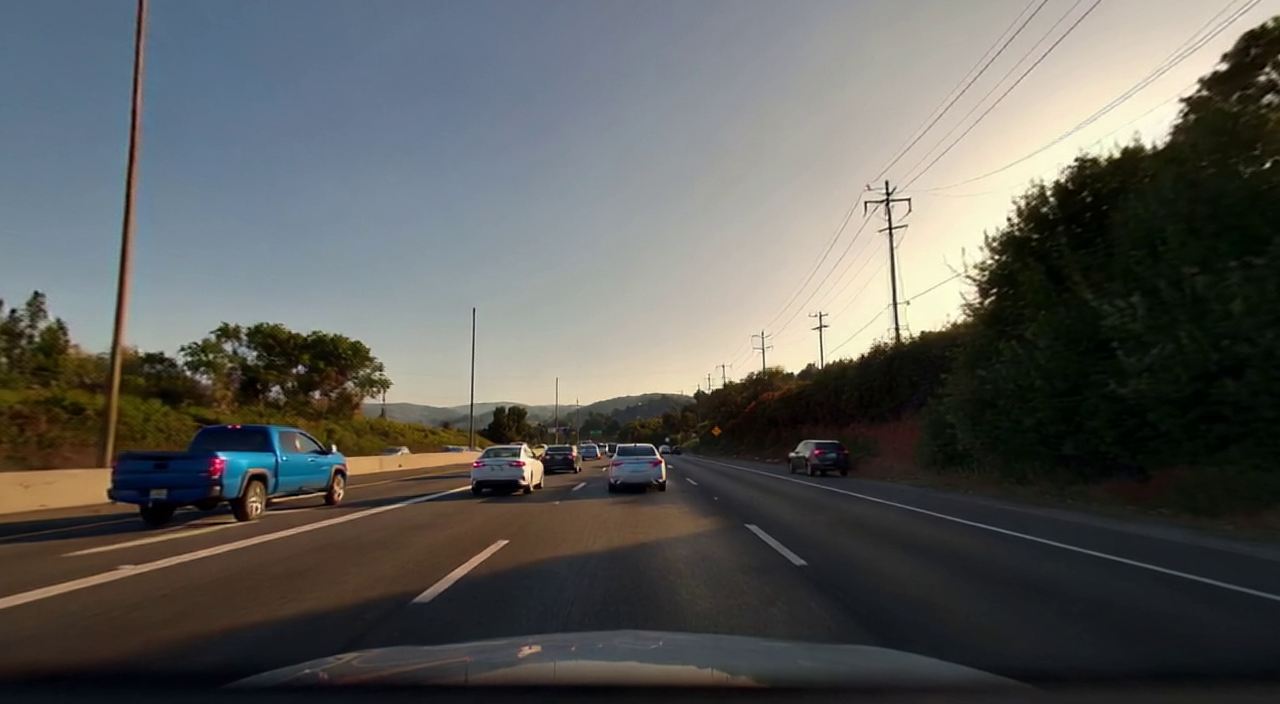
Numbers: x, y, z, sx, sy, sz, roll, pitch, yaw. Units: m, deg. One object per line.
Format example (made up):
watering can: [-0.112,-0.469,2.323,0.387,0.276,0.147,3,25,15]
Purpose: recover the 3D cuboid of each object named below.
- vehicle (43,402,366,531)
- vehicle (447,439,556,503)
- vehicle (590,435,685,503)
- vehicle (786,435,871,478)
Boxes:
vehicle: [-7.817,2.151,12.400,2.194,1.922,5.637,0,-8,2]
vehicle: [-3.455,3.046,16.636,1.899,1.437,4.131,0,-8,1]
vehicle: [-0.085,2.951,16.374,2.102,1.499,4.439,0,-8,-1]
vehicle: [8.139,4.570,27.808,2.205,1.701,4.601,0,-8,-1]
